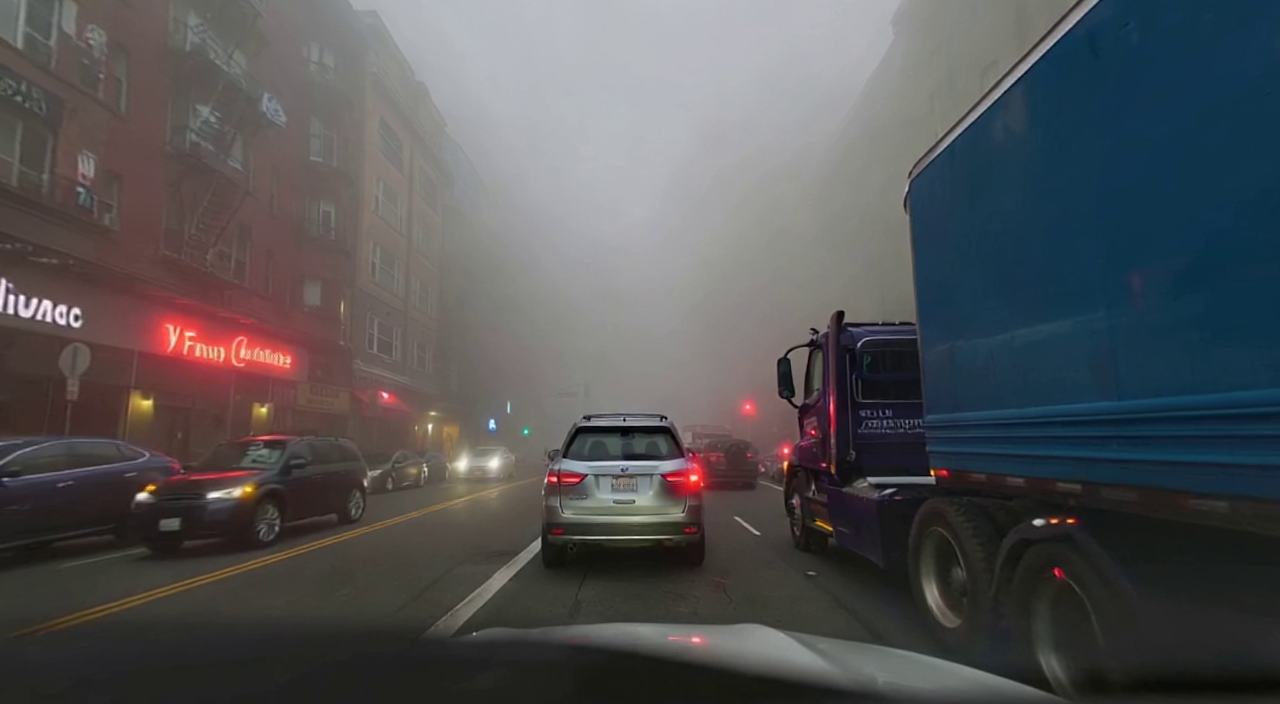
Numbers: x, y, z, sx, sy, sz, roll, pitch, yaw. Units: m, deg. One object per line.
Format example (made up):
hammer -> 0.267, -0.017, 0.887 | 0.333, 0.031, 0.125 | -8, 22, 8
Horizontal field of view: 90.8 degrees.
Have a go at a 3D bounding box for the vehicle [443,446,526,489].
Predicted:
vehicle -> -5.745, 4.310, 23.952 | 1.997, 1.467, 4.373 | 0, -9, 0

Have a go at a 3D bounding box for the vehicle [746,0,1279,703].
vehicle -> 2.911, 0.078, 3.585 | 2.913, 3.771, 9.716 | 0, -9, 0

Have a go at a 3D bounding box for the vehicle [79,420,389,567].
vehicle -> -5.710, 2.011, 9.733 | 1.960, 1.736, 4.255 | 0, -9, -1

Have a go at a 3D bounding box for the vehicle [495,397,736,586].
vehicle -> -0.238, 1.671, 8.369 | 2.283, 1.783, 4.548 | 0, -9, 0
